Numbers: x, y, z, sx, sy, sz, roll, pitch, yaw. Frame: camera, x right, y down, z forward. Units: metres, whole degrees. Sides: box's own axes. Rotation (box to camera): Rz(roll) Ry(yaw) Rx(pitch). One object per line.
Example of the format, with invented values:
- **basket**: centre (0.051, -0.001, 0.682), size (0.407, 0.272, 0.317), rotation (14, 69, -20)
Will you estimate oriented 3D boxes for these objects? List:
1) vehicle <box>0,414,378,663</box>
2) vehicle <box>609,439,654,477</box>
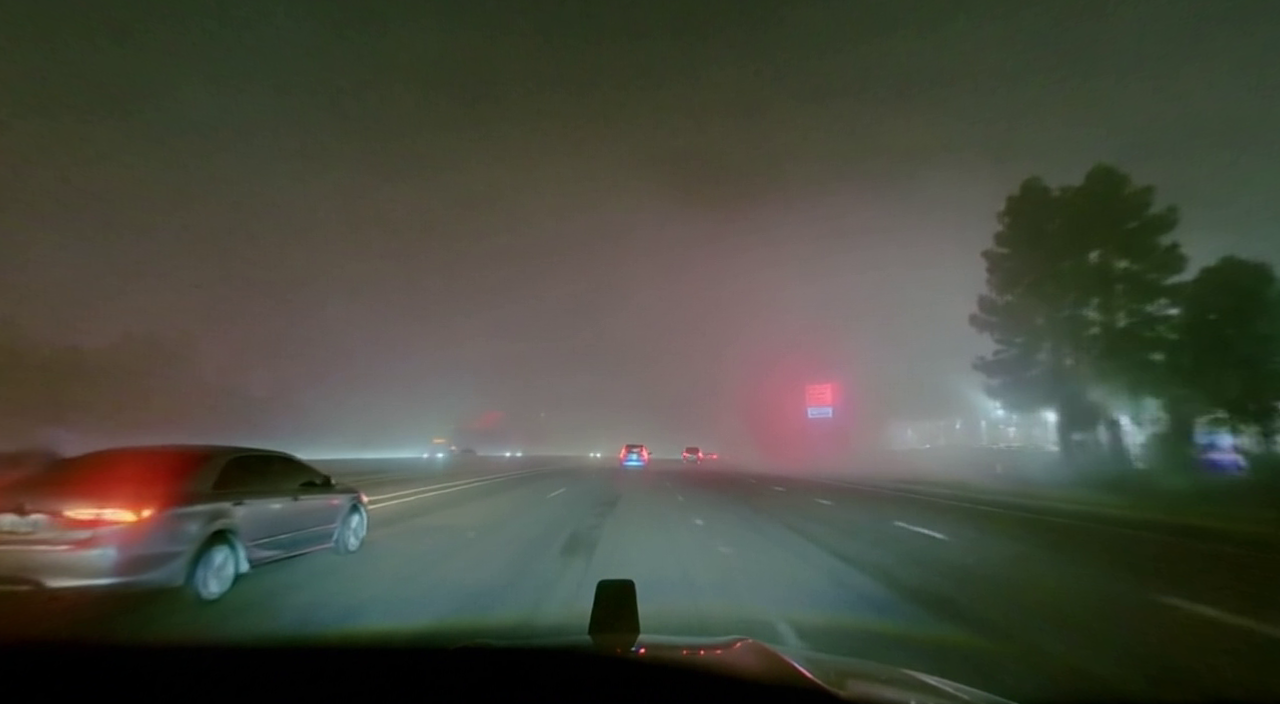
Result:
- **vehicle**: centre (-4.471, 1.468, 6.142), size (1.907, 1.483, 4.562), rotation (0, -9, 0)
- **vehicle**: centre (-0.392, 5.602, 33.681), size (2.155, 1.856, 4.796), rotation (0, -9, 2)
